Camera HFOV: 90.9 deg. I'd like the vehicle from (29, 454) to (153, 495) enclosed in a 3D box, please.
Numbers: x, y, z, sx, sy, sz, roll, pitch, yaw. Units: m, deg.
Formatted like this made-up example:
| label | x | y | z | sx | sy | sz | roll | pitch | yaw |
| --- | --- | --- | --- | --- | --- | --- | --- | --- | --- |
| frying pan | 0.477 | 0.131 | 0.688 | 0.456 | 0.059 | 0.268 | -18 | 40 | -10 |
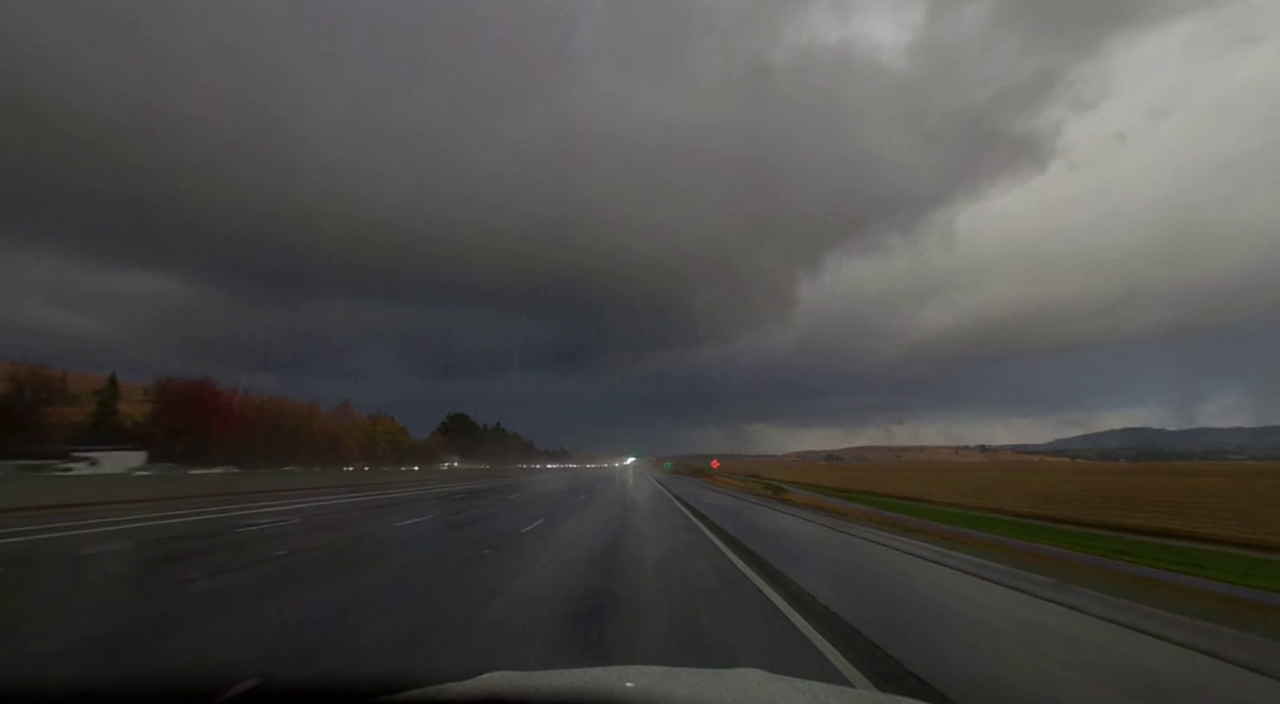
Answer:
| label | x | y | z | sx | sy | sz | roll | pitch | yaw |
| --- | --- | --- | --- | --- | --- | --- | --- | --- | --- |
| vehicle | -28.815 | 6.432 | 33.353 | 2.094 | 1.949 | 5.012 | 1 | -10 | -3 |
